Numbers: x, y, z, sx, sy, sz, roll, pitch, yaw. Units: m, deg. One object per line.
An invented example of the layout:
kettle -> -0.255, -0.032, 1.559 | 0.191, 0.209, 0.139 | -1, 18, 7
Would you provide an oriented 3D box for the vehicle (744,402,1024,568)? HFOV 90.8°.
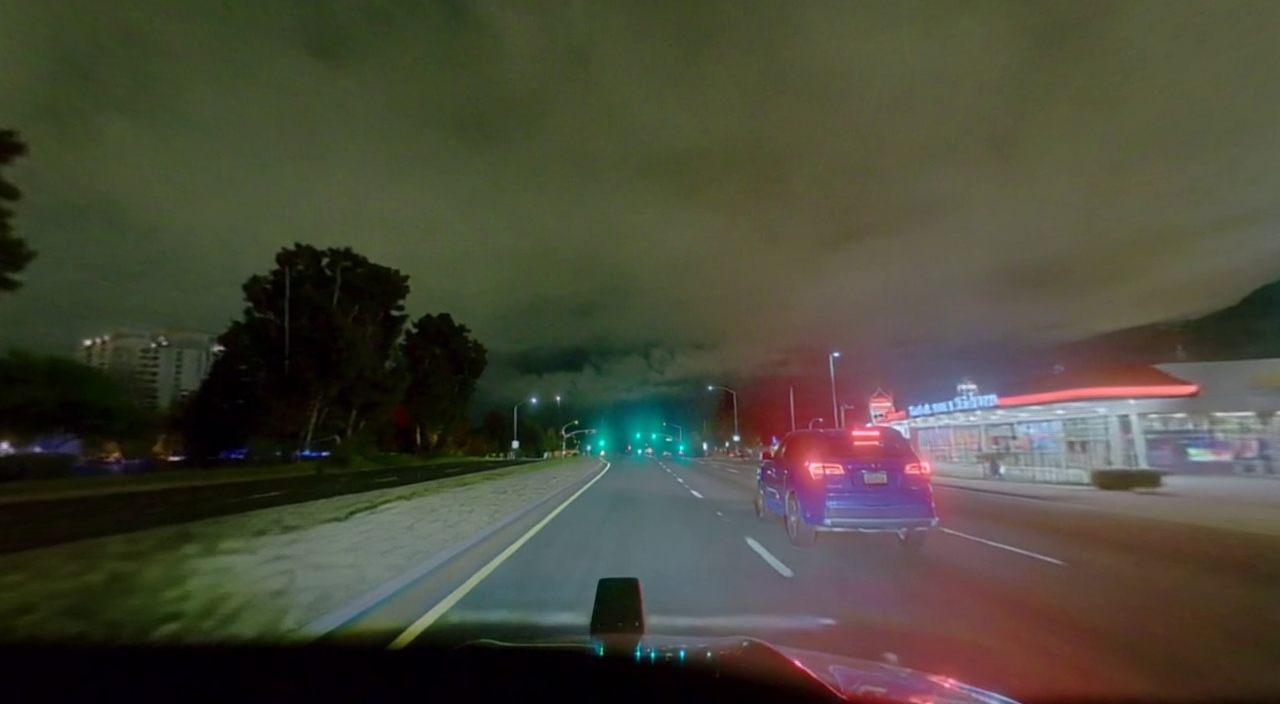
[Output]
vehicle -> 3.039, 1.789, 9.232 | 2.130, 1.790, 4.615 | 0, -9, -1
